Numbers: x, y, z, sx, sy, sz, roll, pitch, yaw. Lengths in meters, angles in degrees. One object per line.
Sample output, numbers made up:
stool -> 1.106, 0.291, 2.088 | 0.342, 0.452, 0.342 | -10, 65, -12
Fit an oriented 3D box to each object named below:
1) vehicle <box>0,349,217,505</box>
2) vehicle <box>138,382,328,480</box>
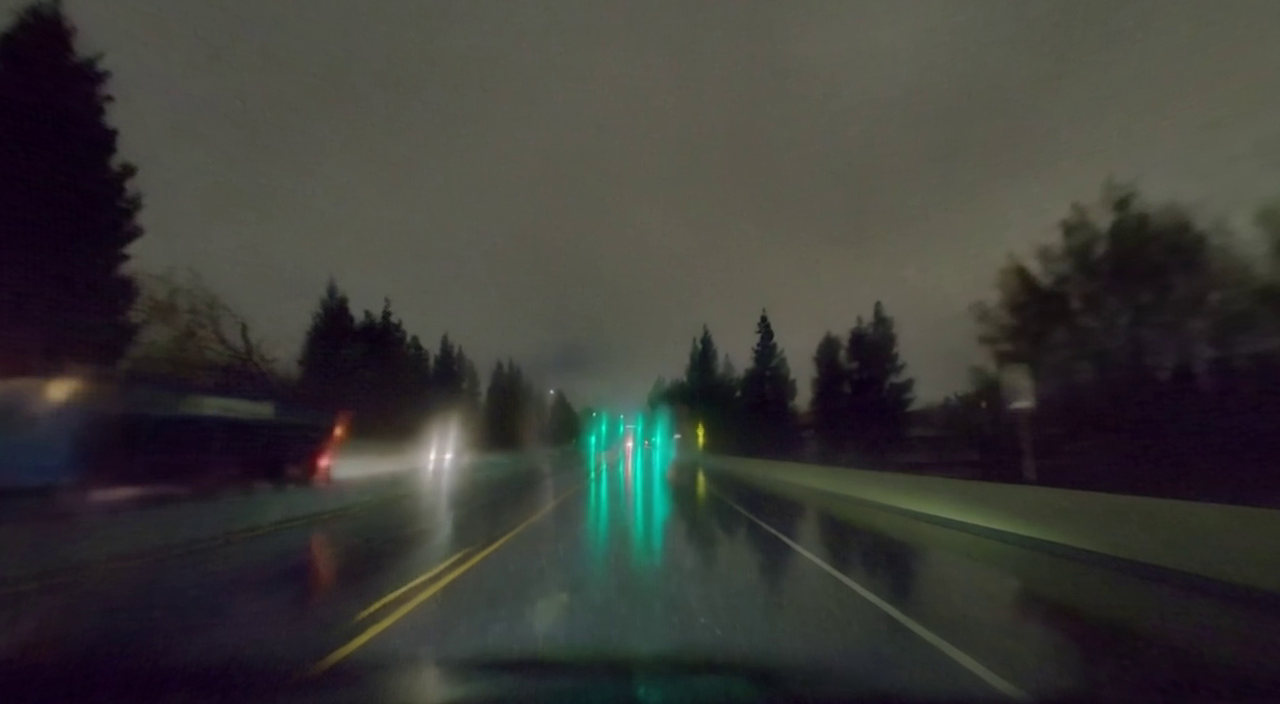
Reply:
vehicle -> -17.274, 2.252, 18.229 | 3.008, 3.803, 9.935 | 0, -8, 0
vehicle -> -17.274, 3.547, 27.689 | 2.816, 3.640, 8.061 | 0, -8, 1
